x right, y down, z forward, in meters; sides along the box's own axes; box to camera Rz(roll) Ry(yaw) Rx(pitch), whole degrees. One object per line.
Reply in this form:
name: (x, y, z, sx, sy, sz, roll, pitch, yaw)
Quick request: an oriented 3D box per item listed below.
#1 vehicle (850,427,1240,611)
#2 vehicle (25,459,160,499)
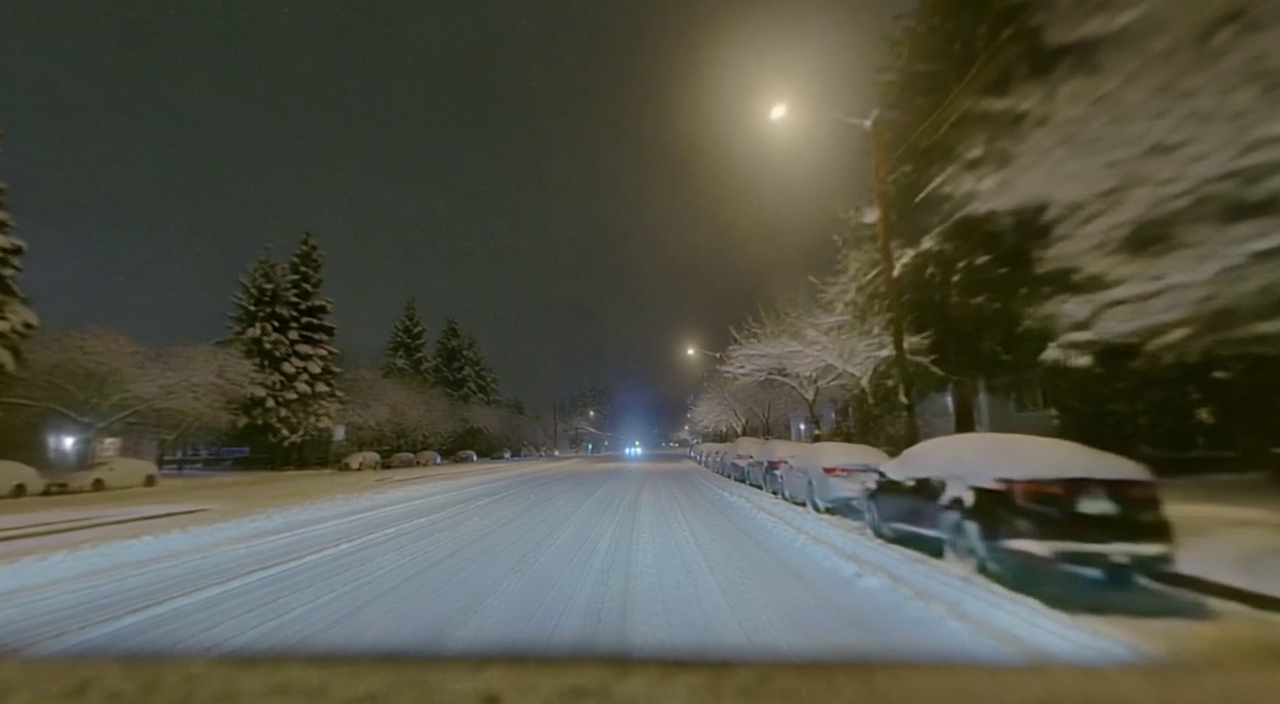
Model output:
vehicle: (4.302, 1.746, 7.780, 1.869, 1.523, 4.306, -2, -7, -1)
vehicle: (-23.558, 5.449, 27.464, 1.805, 1.446, 4.556, 0, -9, -1)
